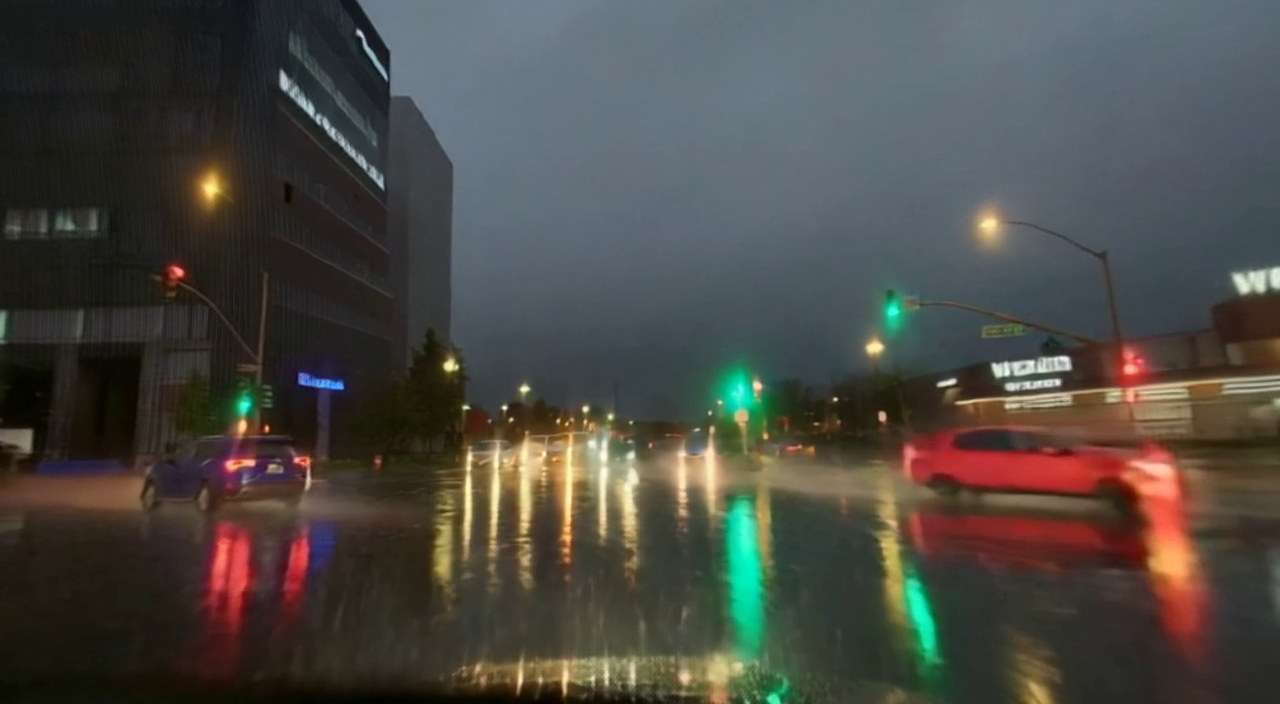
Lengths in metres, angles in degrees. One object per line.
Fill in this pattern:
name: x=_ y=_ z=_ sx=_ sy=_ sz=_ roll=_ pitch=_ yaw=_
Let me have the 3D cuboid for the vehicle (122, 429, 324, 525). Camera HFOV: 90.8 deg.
vehicle: x=-9.272 y=2.640 z=13.967 sx=4.445 sy=1.762 sz=2.238 roll=-7 pitch=-10 yaw=36

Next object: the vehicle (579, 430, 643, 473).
vehicle: x=-1.238 y=4.551 z=29.072 sx=2.162 sy=1.788 sz=4.602 roll=-2 pitch=-8 yaw=8

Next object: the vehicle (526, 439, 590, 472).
vehicle: x=-4.058 y=5.170 z=31.877 sx=2.163 sy=1.529 sz=4.210 roll=-2 pitch=-8 yaw=8

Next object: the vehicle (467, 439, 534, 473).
vehicle: x=-7.179 y=5.369 z=32.987 sx=2.005 sy=1.596 sz=4.342 roll=-2 pitch=-8 yaw=8

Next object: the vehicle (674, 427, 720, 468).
vehicle: x=2.943 y=4.893 z=32.588 sx=2.160 sy=1.948 sz=4.784 roll=-1 pitch=-8 yaw=6

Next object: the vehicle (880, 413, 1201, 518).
vehicle: x=7.474 y=2.114 z=12.315 sx=2.142 sy=1.607 sz=4.733 roll=6 pitch=-10 yaw=-38
